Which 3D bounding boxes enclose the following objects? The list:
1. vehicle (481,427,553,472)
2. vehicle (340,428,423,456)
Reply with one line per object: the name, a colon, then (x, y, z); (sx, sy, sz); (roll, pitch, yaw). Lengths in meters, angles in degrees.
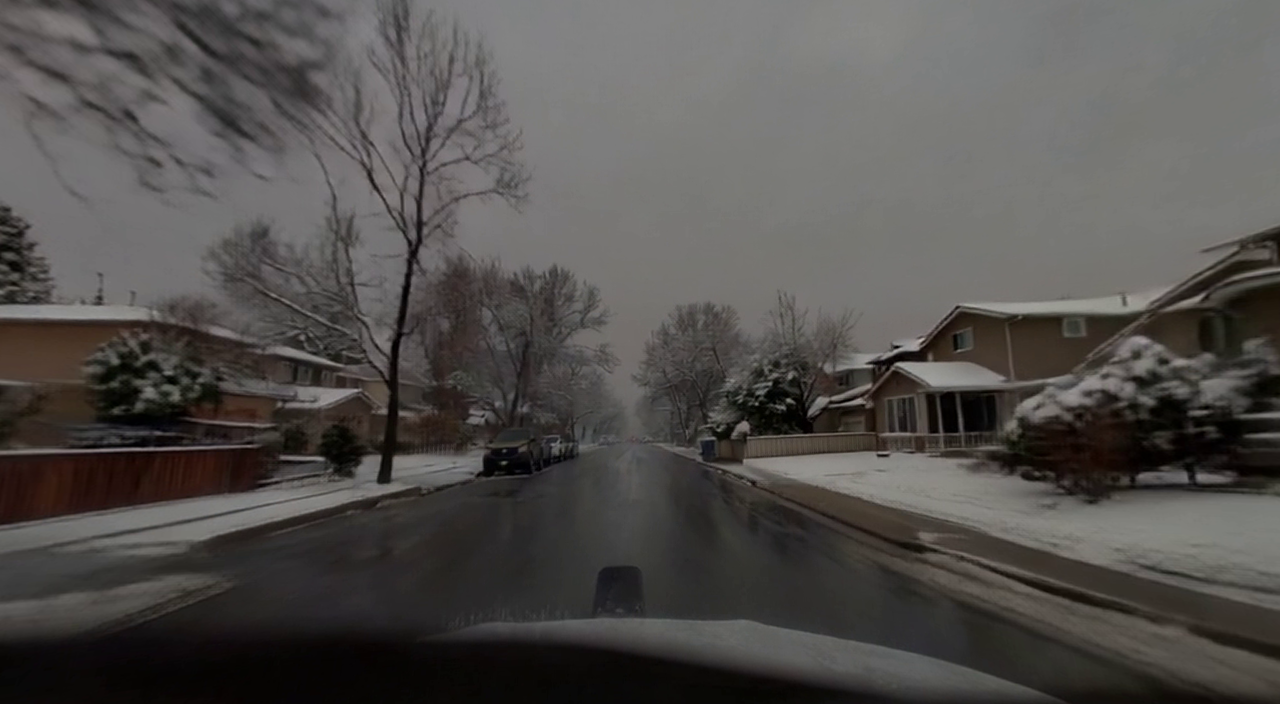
vehicle: (-5.585, 4.541, 29.615); (2.341, 1.886, 5.684); (0, -8, -1)
vehicle: (-16.917, 5.914, 41.512); (4.546, 1.791, 1.992); (0, -9, -1)
